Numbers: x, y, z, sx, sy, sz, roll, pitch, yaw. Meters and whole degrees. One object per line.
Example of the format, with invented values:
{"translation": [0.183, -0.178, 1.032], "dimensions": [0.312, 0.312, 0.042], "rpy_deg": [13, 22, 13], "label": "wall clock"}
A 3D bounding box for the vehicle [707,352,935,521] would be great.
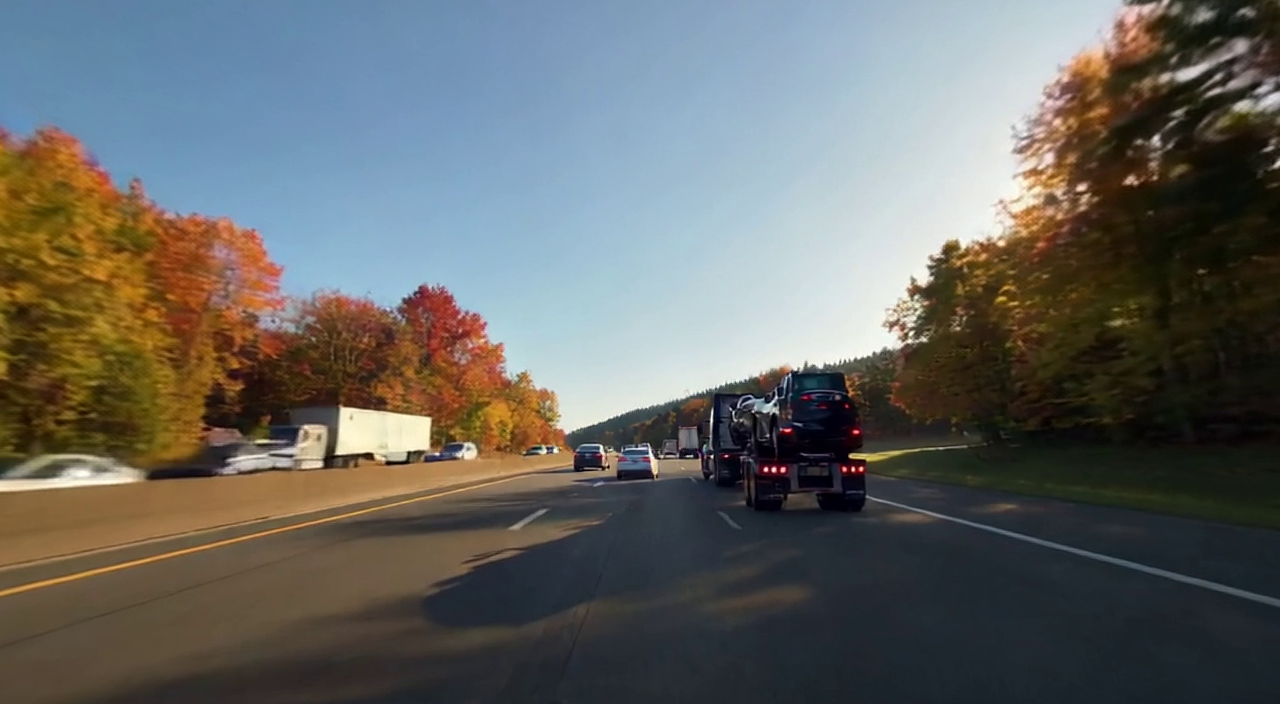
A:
{"translation": [4.197, 2.584, 18.798], "dimensions": [3.150, 3.257, 13.098], "rpy_deg": [0, -8, 1], "label": "vehicle"}

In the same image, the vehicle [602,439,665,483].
{"translation": [-0.132, 4.045, 23.682], "dimensions": [2.152, 1.484, 4.211], "rpy_deg": [0, -8, 2], "label": "vehicle"}

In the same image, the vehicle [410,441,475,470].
{"translation": [-10.912, 5.725, 35.046], "dimensions": [1.998, 1.514, 4.303], "rpy_deg": [0, -8, 3], "label": "vehicle"}

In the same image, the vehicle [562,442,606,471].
{"translation": [-2.985, 5.667, 34.304], "dimensions": [1.928, 1.464, 3.706], "rpy_deg": [0, -8, 2], "label": "vehicle"}

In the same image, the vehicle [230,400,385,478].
{"translation": [-18.149, 4.940, 35.534], "dimensions": [2.985, 3.765, 9.850], "rpy_deg": [0, -8, 2], "label": "vehicle"}

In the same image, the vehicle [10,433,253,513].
{"translation": [-11.112, 2.634, 14.236], "dimensions": [1.905, 1.511, 4.095], "rpy_deg": [0, -8, 3], "label": "vehicle"}
